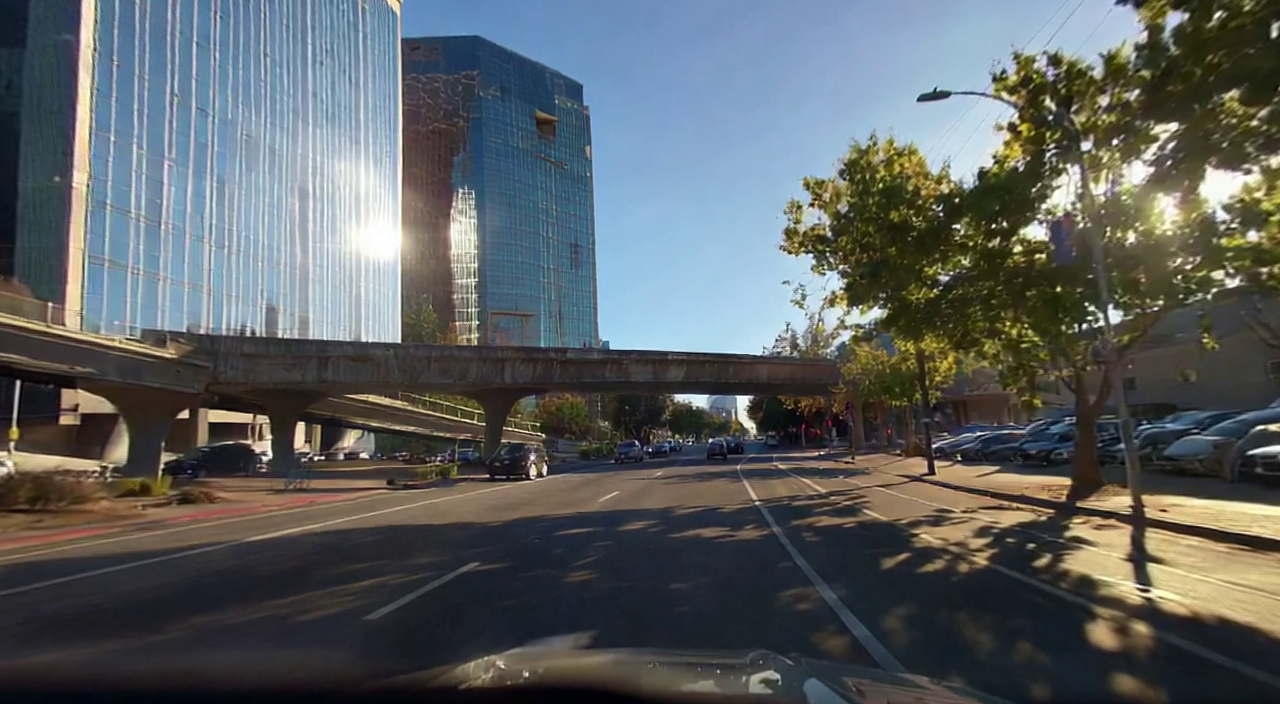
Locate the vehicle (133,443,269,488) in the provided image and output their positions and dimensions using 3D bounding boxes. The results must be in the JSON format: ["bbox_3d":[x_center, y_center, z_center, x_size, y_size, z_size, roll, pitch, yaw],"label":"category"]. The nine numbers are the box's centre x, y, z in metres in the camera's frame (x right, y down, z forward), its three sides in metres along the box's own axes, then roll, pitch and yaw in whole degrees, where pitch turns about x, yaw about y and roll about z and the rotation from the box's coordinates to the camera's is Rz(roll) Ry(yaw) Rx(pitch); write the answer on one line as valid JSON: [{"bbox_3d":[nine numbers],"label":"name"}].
[{"bbox_3d":[-18.846,4.864,27.178,4.562,1.464,2.090,-5,-6,5],"label":"vehicle"}]

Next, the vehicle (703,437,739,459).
[{"bbox_3d":[5.919,6.967,45.835,2.280,1.475,4.051,-2,-9,12],"label":"vehicle"}]
